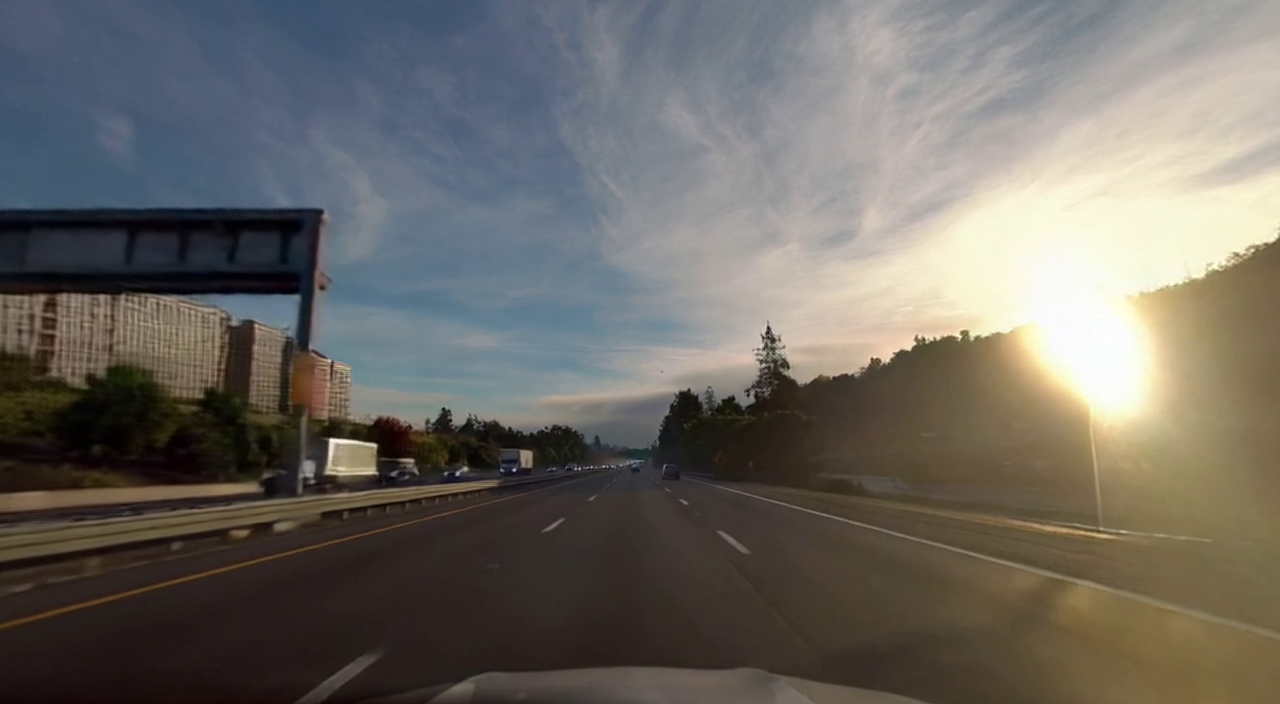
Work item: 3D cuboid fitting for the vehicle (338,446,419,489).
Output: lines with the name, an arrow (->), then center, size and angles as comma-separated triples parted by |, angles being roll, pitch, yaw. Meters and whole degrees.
vehicle -> -20.182, 9.018, 49.193 | 2.847, 3.022, 7.806 | 1, -10, 0

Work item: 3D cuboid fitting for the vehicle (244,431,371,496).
vehicle -> -20.102, 6.924, 38.906 | 2.878, 3.472, 8.849 | 1, -10, 0
